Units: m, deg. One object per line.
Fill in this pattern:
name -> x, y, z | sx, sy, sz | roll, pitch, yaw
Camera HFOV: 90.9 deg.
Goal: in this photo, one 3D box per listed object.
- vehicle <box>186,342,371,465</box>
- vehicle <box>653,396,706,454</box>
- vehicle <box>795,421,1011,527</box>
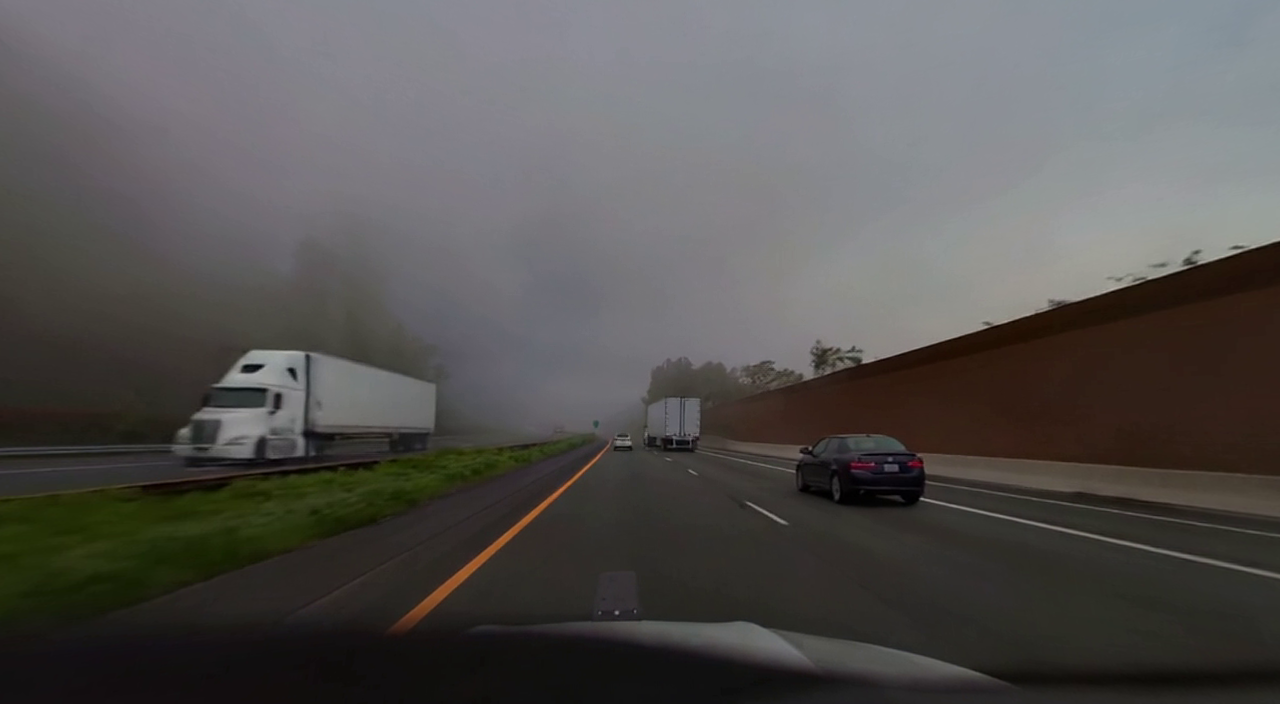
vehicle -> -12.940, 2.054, 23.494 | 2.972, 3.920, 6.688 | 0, -7, -2
vehicle -> 2.863, 5.864, 49.880 | 2.949, 3.900, 13.626 | 0, -7, -2
vehicle -> 4.178, 1.965, 10.885 | 1.813, 1.454, 4.197 | 0, -7, -2
